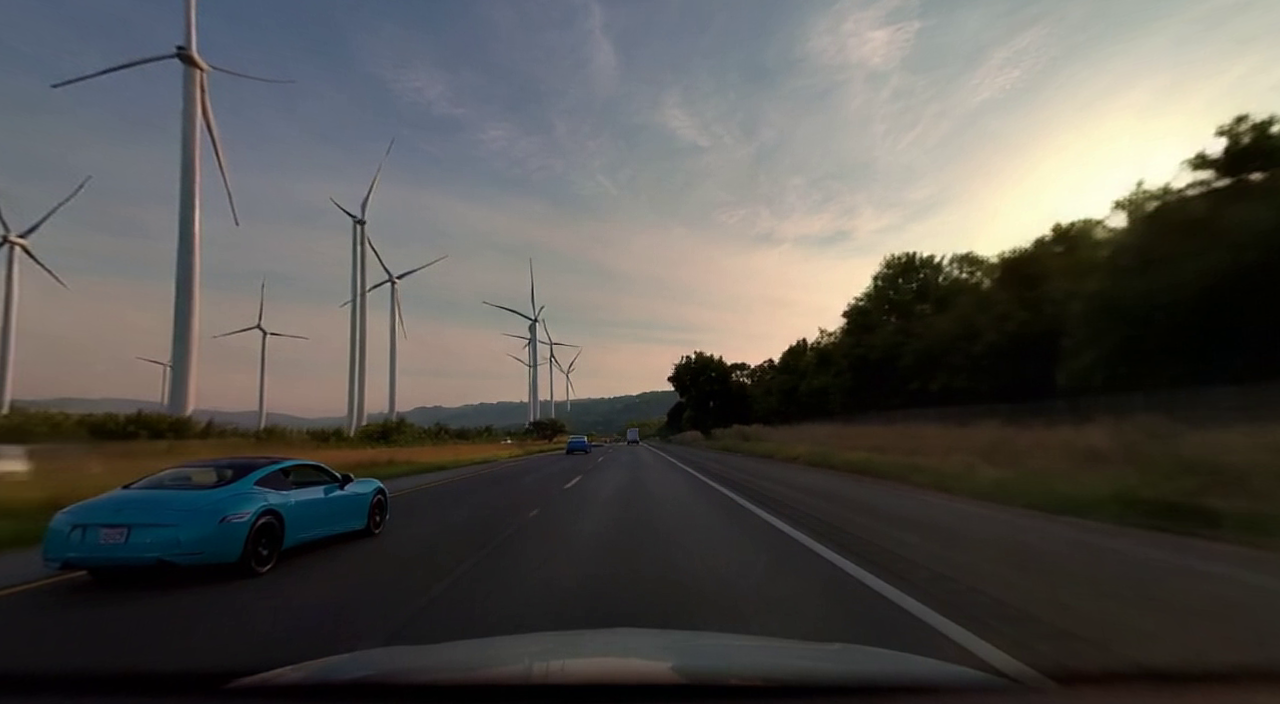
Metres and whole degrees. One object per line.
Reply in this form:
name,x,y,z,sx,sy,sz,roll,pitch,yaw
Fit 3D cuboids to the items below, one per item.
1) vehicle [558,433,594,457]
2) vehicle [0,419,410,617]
vehicle,-4.095,5.984,40.649,2.024,1.456,3.754,0,-8,-1
vehicle,-4.177,1.483,6.691,1.969,1.413,4.194,0,-8,-1
